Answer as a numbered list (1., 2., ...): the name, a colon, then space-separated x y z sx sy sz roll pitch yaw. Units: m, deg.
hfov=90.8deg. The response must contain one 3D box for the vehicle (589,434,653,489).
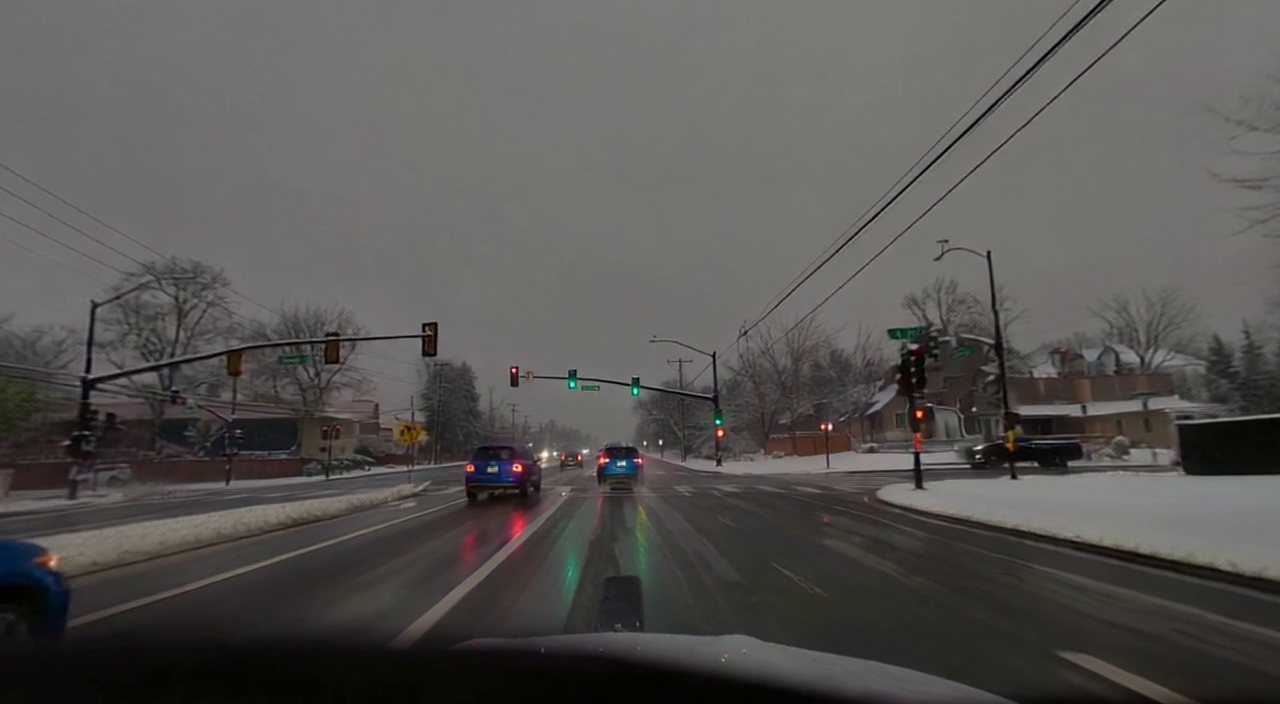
1. vehicle: -0.734 4.043 23.602 2.155 1.836 4.250 0 -8 -2

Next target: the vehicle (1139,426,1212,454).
1. vehicle: 34.829 5.755 41.218 1.901 1.712 3.920 -2 -9 13

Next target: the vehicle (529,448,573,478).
1. vehicle: -4.606 5.782 33.273 1.863 1.449 4.153 0 -8 -2

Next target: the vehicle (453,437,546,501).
1. vehicle: -4.065 3.428 18.946 1.899 1.685 4.121 0 -8 -1

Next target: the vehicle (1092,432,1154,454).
1. vehicle: 31.859 6.036 41.806 1.754 1.414 3.590 -2 -9 11

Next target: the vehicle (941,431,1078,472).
1. vehicle: 19.215 5.208 33.156 5.652 1.990 2.190 -2 -9 11

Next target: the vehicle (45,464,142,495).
1. vehicle: -34.691 8.063 40.139 4.533 1.738 2.151 -2 -9 11
